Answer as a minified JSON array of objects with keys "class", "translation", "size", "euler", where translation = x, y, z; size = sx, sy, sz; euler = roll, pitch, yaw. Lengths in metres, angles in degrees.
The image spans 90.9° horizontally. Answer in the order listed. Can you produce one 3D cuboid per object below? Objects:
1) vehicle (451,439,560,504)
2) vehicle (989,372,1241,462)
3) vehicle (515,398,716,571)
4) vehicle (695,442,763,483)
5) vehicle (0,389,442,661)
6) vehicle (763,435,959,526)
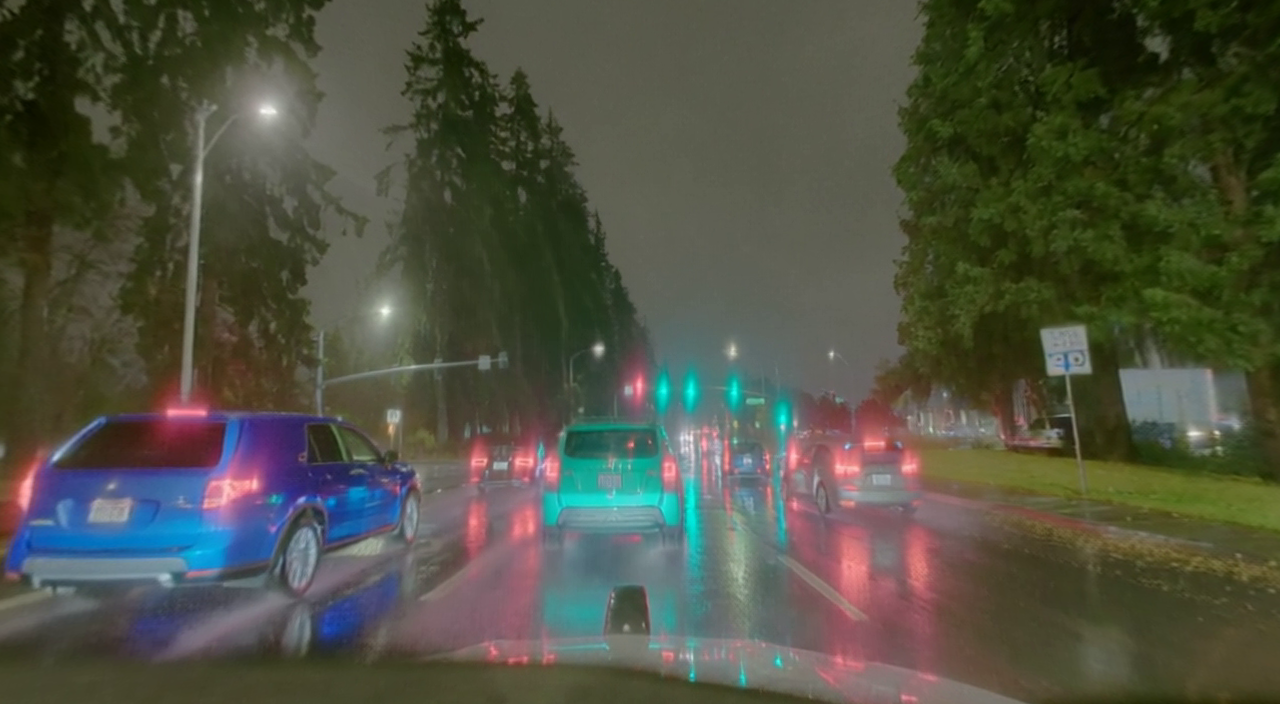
[{"class":"vehicle","translation":[-3.393,3.094,16.755],"size":[1.897,1.479,4.204],"euler":[0,-8,1]},{"class":"vehicle","translation":[17.860,2.512,24.061],"size":[7.314,3.230,2.680],"euler":[0,-8,-1]},{"class":"vehicle","translation":[-0.246,1.736,9.007],"size":[2.132,1.816,4.471],"euler":[0,-8,0]},{"class":"vehicle","translation":[3.382,4.290,24.848],"size":[1.996,1.443,4.270],"euler":[0,-8,-1]},{"class":"vehicle","translation":[-3.698,1.413,6.206],"size":[2.039,1.709,4.265],"euler":[0,-8,1]},{"class":"vehicle","translation":[4.167,2.489,12.918],"size":[2.036,1.480,4.659],"euler":[0,-8,-4]}]
